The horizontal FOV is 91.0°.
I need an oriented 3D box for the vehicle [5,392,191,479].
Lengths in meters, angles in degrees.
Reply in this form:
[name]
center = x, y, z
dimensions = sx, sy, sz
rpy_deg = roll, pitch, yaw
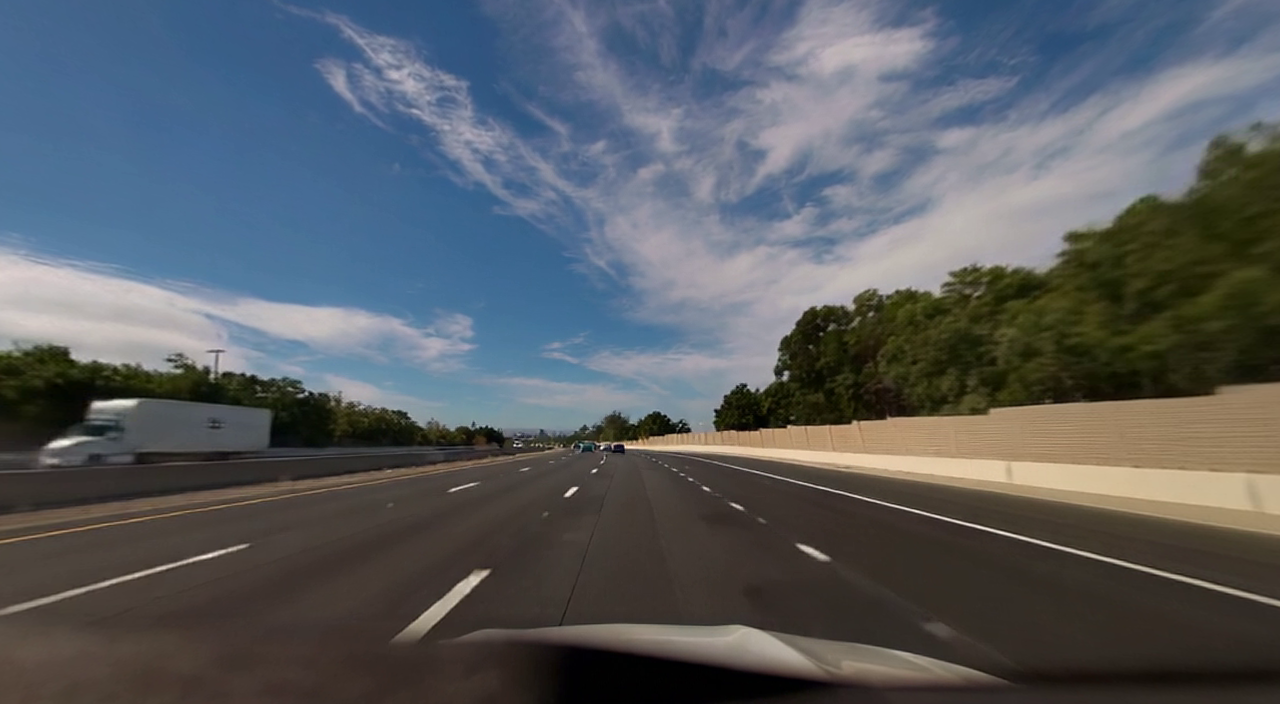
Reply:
[vehicle]
center = -23.549, 3.715, 27.883
dimensions = 2.883, 3.437, 5.962
rpy_deg = 0, -8, -2
